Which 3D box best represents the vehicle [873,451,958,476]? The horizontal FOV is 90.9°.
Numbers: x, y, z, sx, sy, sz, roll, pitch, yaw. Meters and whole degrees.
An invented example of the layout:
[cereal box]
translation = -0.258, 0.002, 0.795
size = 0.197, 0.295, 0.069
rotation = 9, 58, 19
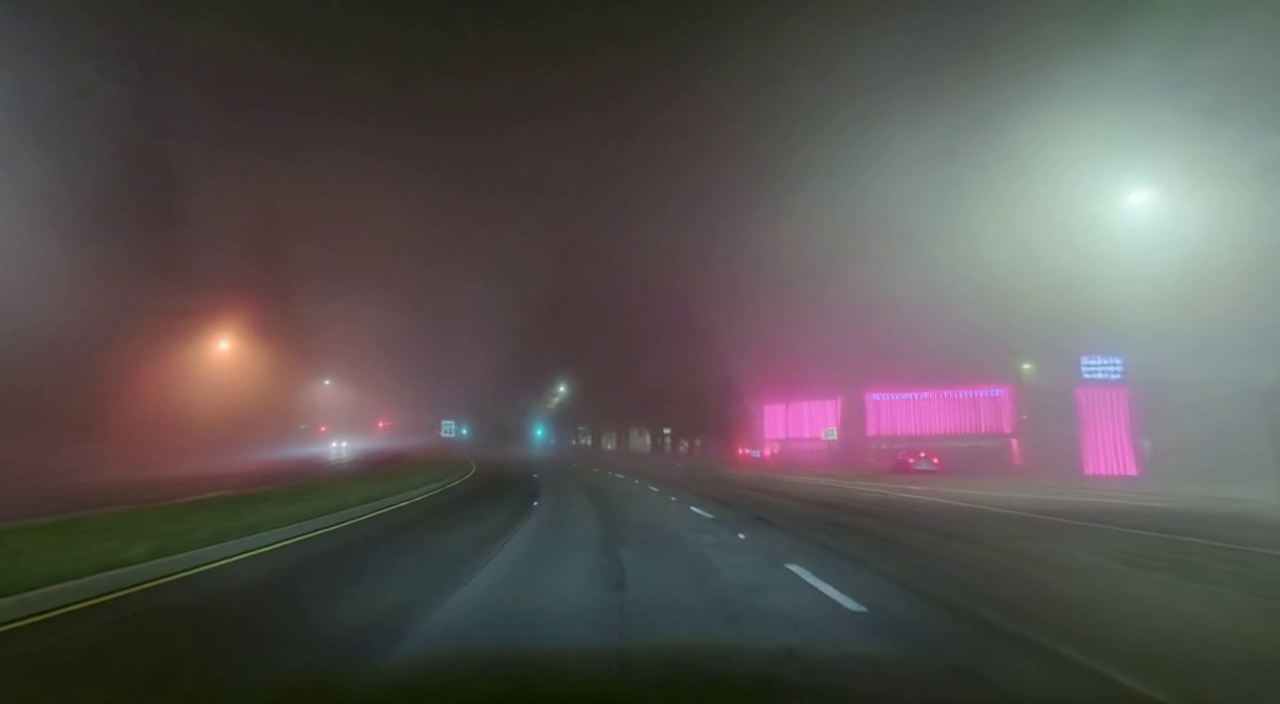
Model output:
[vehicle]
translation = 19.263, 7.840, 44.279
size = 4.946, 1.656, 2.139
rotation = 0, -8, -1
